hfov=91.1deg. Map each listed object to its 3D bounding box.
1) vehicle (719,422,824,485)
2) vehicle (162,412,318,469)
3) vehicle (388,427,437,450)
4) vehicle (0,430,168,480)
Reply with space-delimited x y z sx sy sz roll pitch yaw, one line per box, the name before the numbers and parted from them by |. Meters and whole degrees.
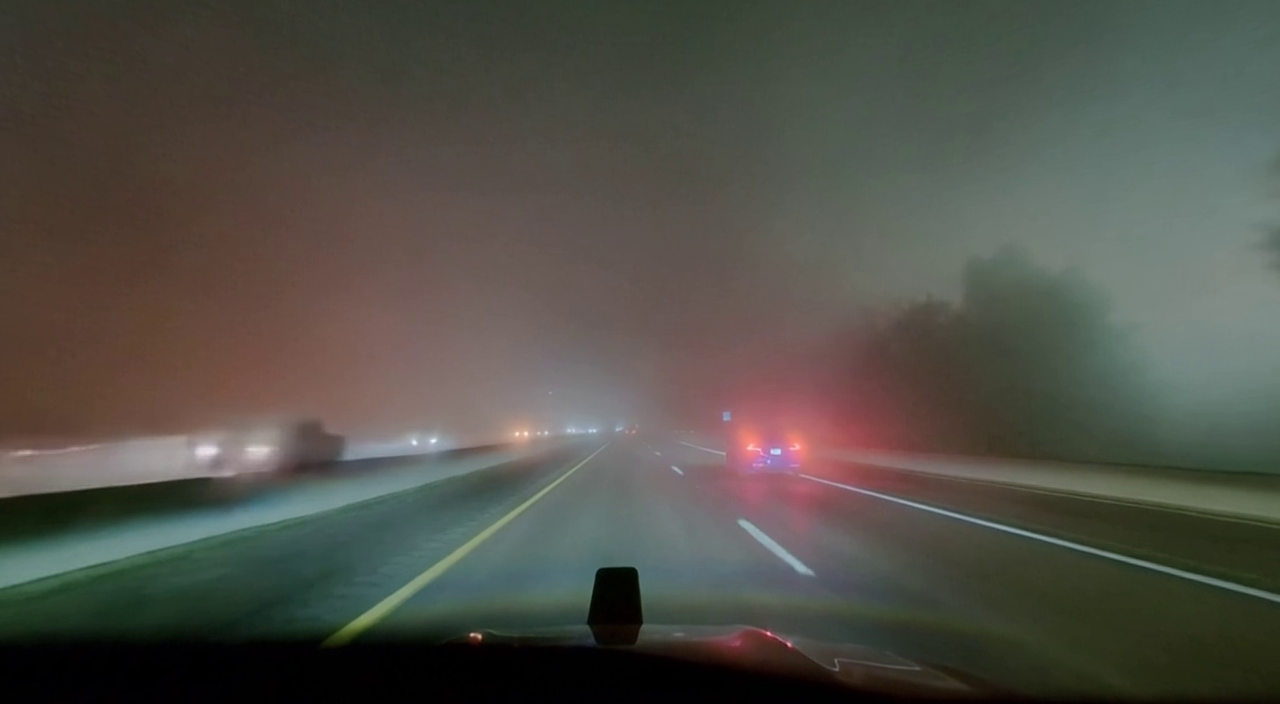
vehicle | 3.567 2.821 17.820 1.973 1.563 3.959 0 -8 -2
vehicle | -12.838 2.884 20.629 1.984 1.626 4.741 0 -8 0
vehicle | -17.039 6.504 47.312 2.023 1.579 4.561 0 -8 -1
vehicle | -19.358 3.552 22.131 1.922 1.550 4.669 0 -8 -1
